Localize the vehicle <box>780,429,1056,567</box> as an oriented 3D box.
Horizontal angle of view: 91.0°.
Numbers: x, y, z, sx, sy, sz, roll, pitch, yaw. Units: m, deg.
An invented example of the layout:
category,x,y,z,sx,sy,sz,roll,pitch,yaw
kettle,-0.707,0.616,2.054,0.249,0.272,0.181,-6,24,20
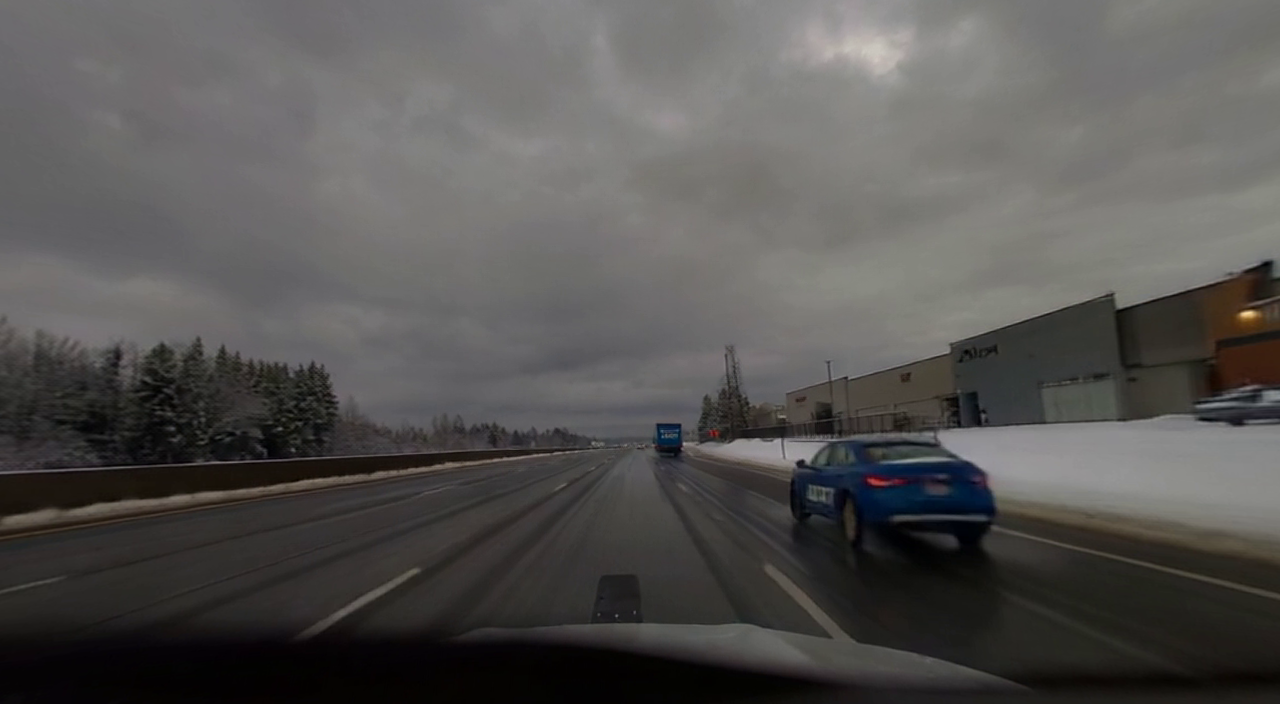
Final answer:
category,x,y,z,sx,sy,sz,roll,pitch,yaw
vehicle,3.507,1.902,8.944,2.048,1.482,3.956,0,-8,-1
